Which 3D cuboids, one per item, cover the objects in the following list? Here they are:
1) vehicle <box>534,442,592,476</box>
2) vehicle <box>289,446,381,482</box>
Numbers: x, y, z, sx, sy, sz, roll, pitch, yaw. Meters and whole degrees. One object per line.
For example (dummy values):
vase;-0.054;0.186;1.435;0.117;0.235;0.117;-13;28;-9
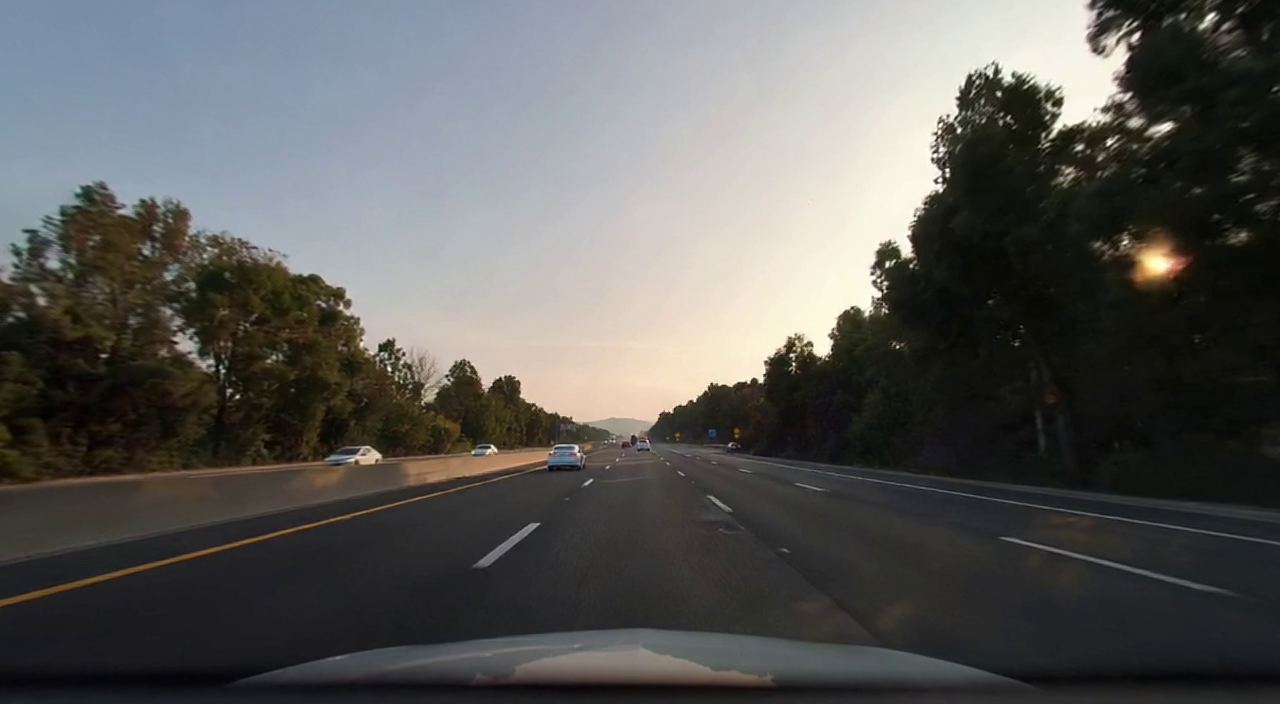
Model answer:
vehicle;-3.638;5.169;30.603;2.162;1.493;4.583;0;-9;1
vehicle;-14.424;5.302;30.140;1.921;1.555;4.876;0;-9;1
